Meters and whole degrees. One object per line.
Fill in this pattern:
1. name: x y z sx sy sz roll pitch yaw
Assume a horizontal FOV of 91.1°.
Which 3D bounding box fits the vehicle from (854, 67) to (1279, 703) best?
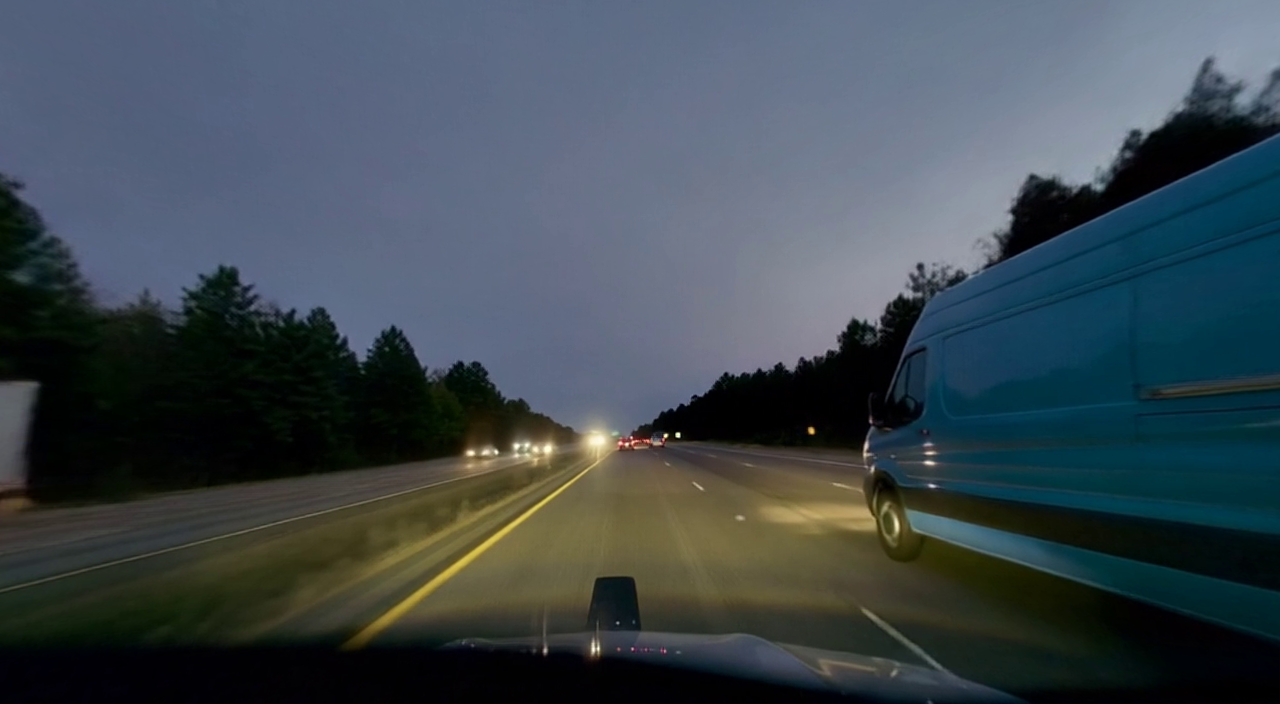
1. vehicle: 3.710 0.298 3.349 2.416 2.595 7.243 0 -8 -1
